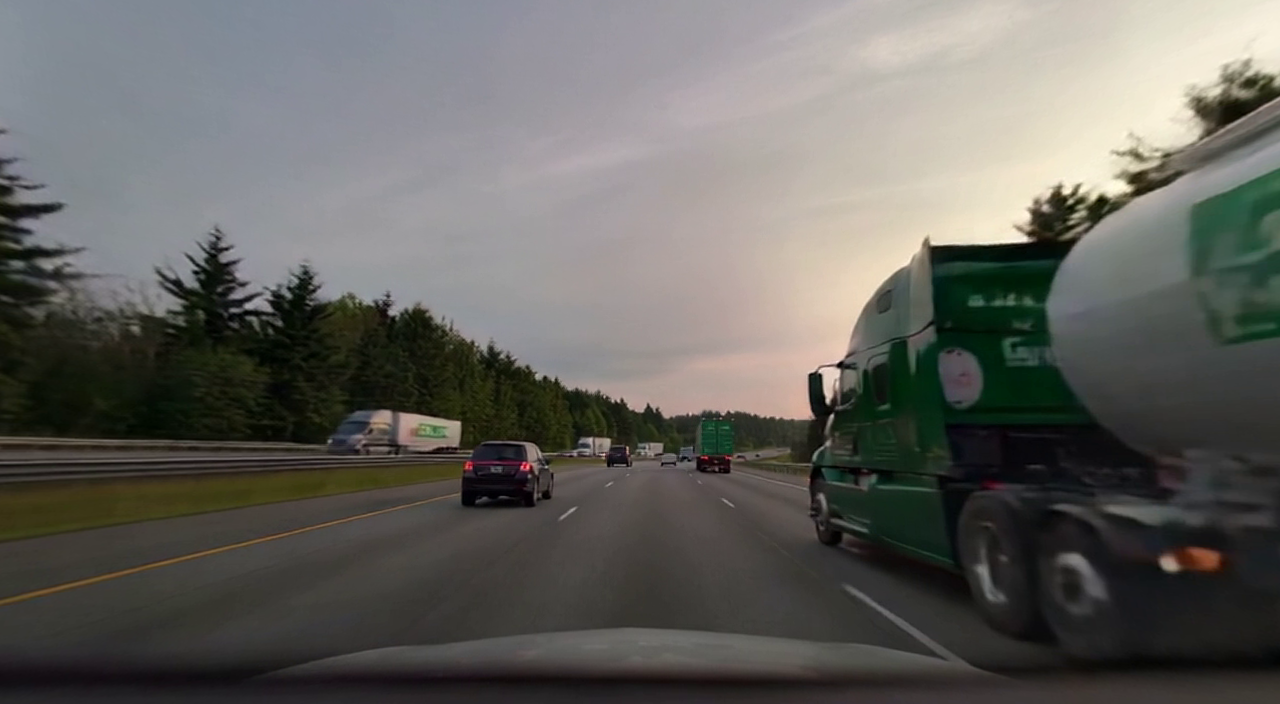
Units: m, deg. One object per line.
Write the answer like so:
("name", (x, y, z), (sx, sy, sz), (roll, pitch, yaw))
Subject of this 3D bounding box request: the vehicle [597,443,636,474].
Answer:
("vehicle", (-1.598, 7.586, 45.124), (2.201, 2.038, 5.065), (-1, -9, 4))

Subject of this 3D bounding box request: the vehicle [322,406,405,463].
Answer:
("vehicle", (-20.425, 6.196, 46.958), (2.943, 3.973, 5.837), (-1, -9, 5))

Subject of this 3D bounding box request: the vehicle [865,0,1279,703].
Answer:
("vehicle", (4.137, -0.052, 2.074), (2.732, 3.585, 11.338), (0, -9, 1))

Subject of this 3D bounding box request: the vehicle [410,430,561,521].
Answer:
("vehicle", (-3.241, 2.717, 14.318), (2.205, 1.728, 4.397), (0, -9, 1))
